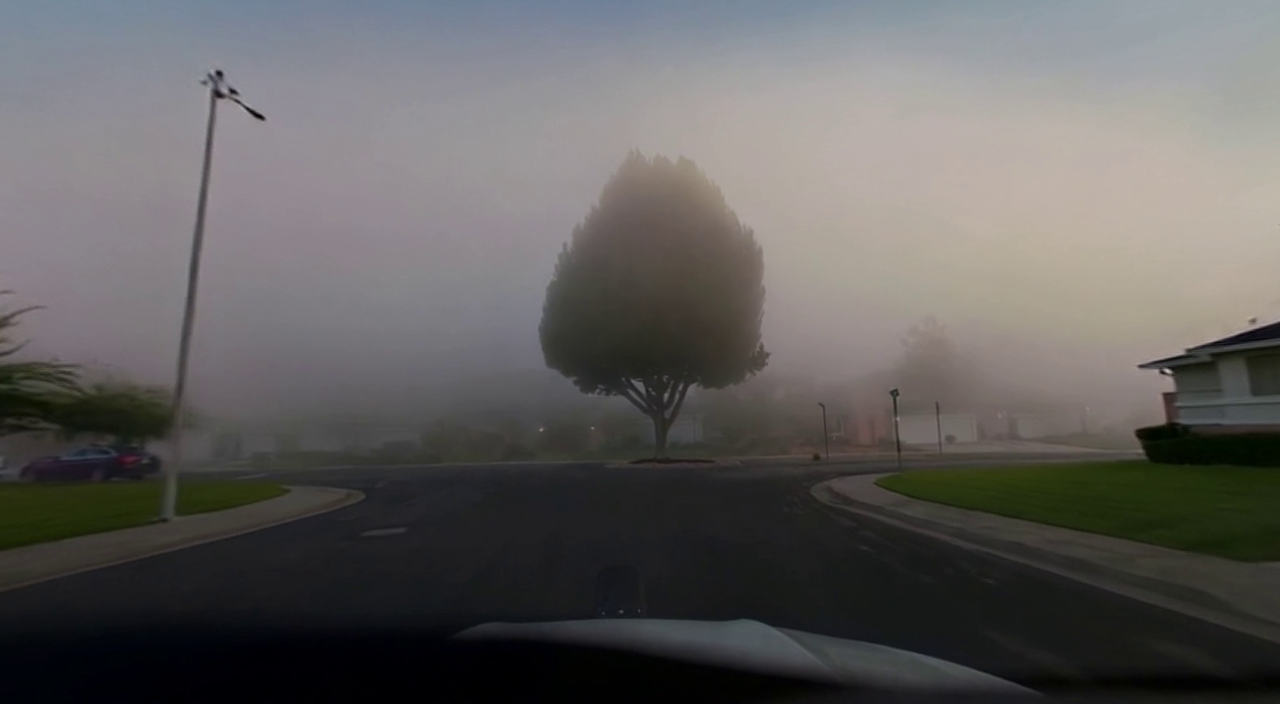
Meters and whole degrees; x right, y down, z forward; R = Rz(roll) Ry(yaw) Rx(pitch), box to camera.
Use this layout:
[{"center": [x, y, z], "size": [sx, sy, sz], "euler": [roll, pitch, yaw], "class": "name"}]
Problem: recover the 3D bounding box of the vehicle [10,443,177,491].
[{"center": [-21.566, 4.527, 25.104], "size": [4.594, 1.778, 2.055], "euler": [1, -8, -2], "class": "vehicle"}]
